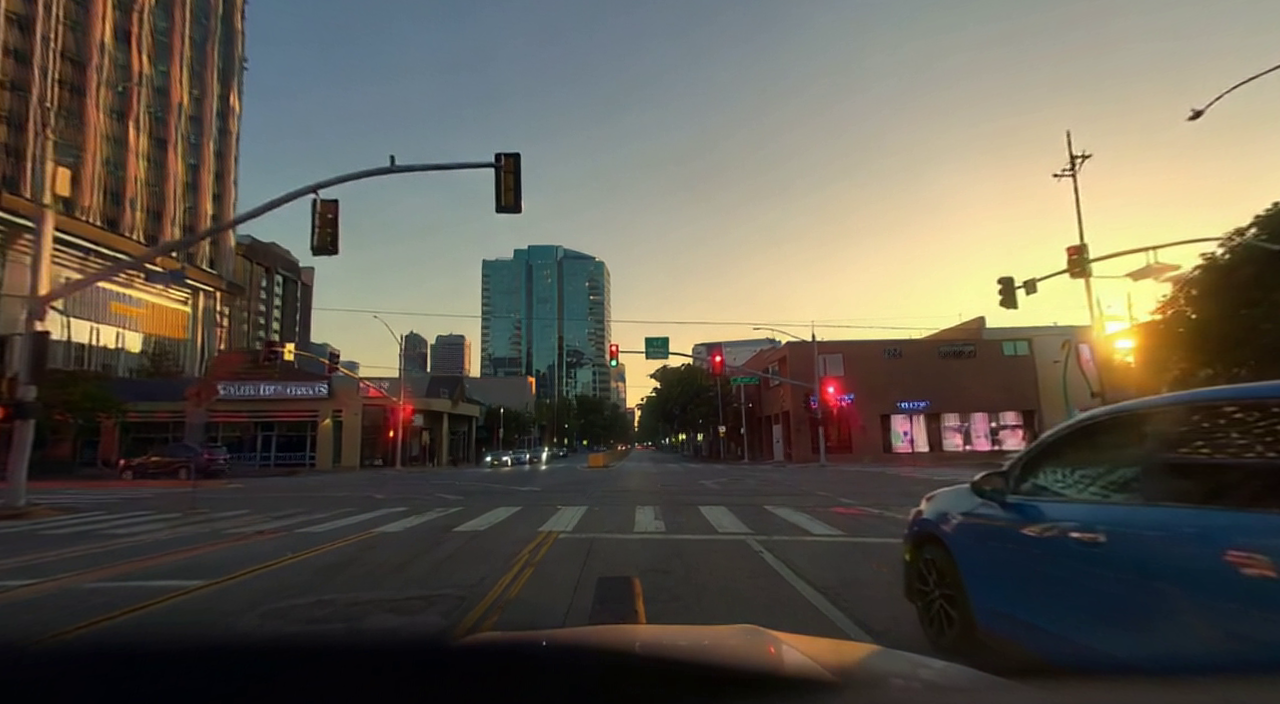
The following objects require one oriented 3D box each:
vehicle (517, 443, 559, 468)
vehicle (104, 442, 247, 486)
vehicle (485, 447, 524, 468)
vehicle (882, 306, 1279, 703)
[{"bbox_3d":[-7.280,7.428,45.460,2.181,1.703,4.512,0,-8,1],"label":"vehicle"},{"bbox_3d":[-21.488,5.159,29.312,5.161,1.910,2.275,-2,-9,10],"label":"vehicle"},{"bbox_3d":[-10.398,8.112,48.803,2.106,1.505,4.228,0,-8,-1],"label":"vehicle"},{"bbox_3d":[2.928,0.822,2.596,2.049,1.691,4.447,0,-8,0],"label":"vehicle"}]
